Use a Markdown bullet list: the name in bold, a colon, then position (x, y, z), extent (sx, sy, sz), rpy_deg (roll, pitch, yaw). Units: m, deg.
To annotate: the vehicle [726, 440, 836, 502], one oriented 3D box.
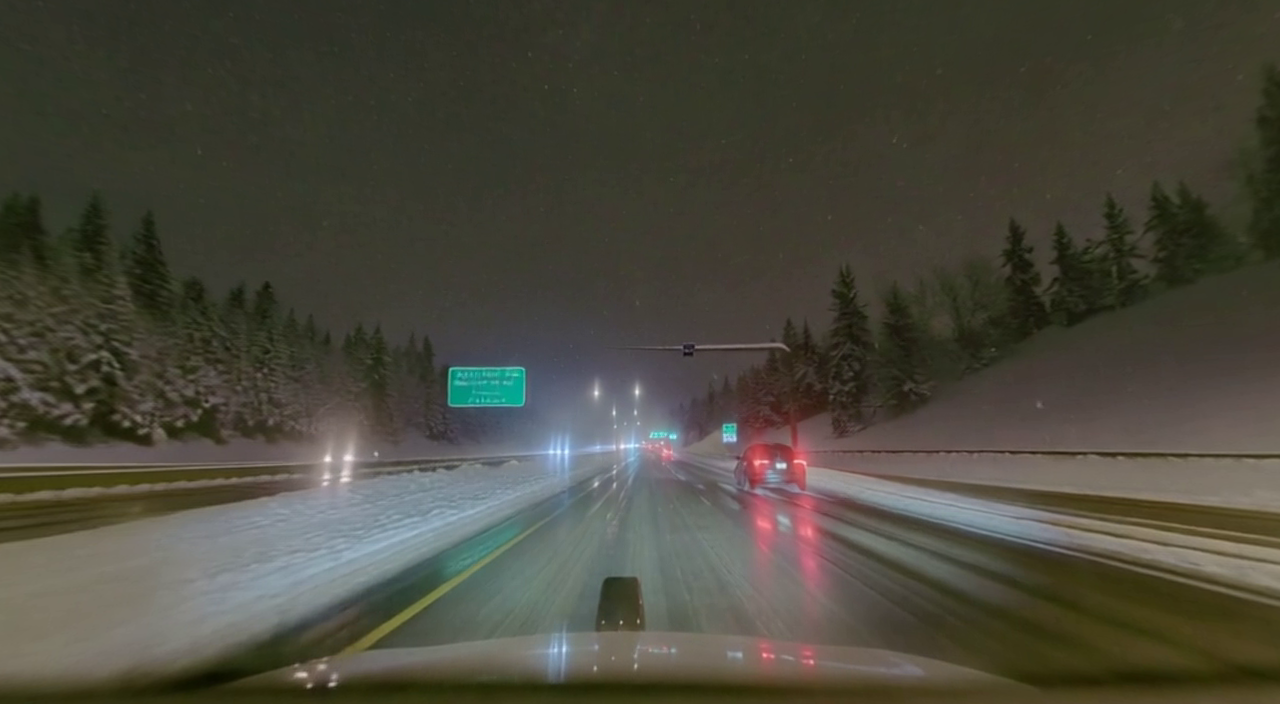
- **vehicle**: position (3.764, 3.258, 17.652), extent (2.033, 1.501, 4.398), rpy_deg (0, -9, 0)
